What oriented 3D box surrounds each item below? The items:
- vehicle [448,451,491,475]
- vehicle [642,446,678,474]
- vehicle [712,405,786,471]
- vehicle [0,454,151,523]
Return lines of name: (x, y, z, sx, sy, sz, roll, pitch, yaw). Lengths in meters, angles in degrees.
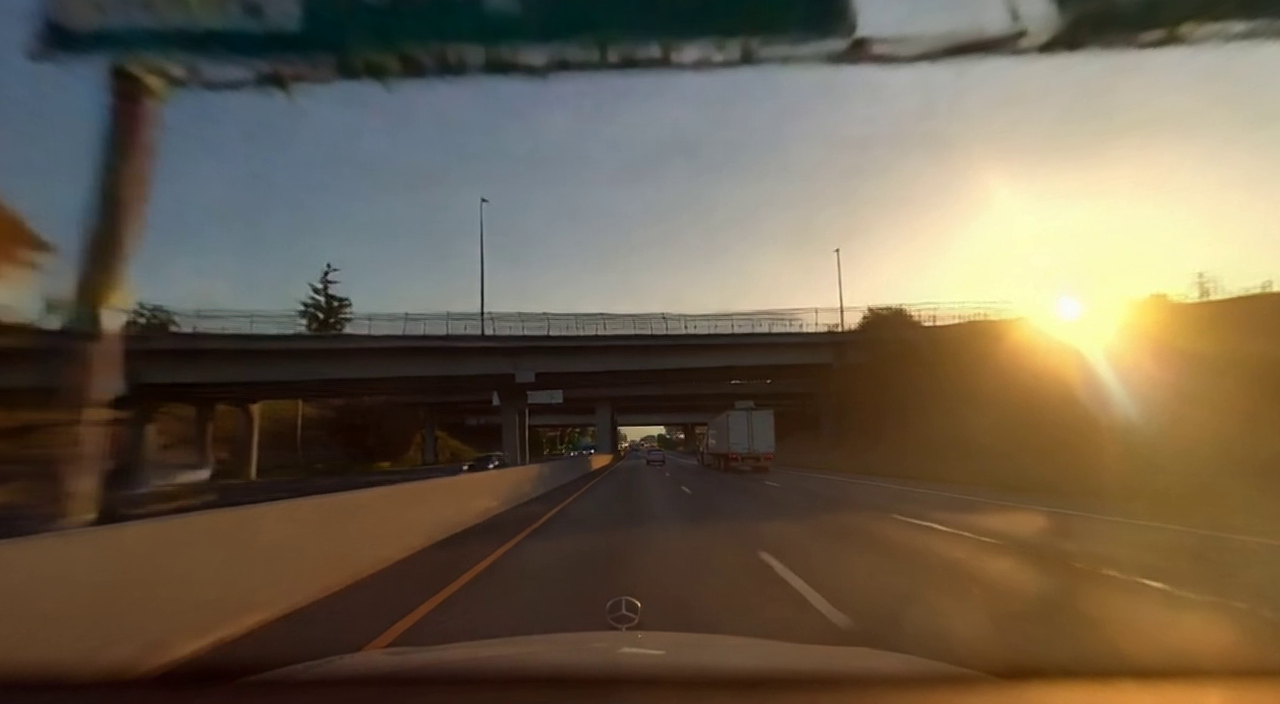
vehicle: (-11.337, 7.395, 42.071, 1.774, 1.458, 4.238, 0, -9, -2)
vehicle: (1.127, 6.425, 37.549, 2.024, 1.579, 3.707, -1, -9, 0)
vehicle: (7.506, 6.406, 45.860, 2.907, 4.042, 13.858, 0, -9, 0)
vehicle: (-14.825, 3.288, 15.628, 1.816, 1.459, 4.429, 0, -9, -1)
